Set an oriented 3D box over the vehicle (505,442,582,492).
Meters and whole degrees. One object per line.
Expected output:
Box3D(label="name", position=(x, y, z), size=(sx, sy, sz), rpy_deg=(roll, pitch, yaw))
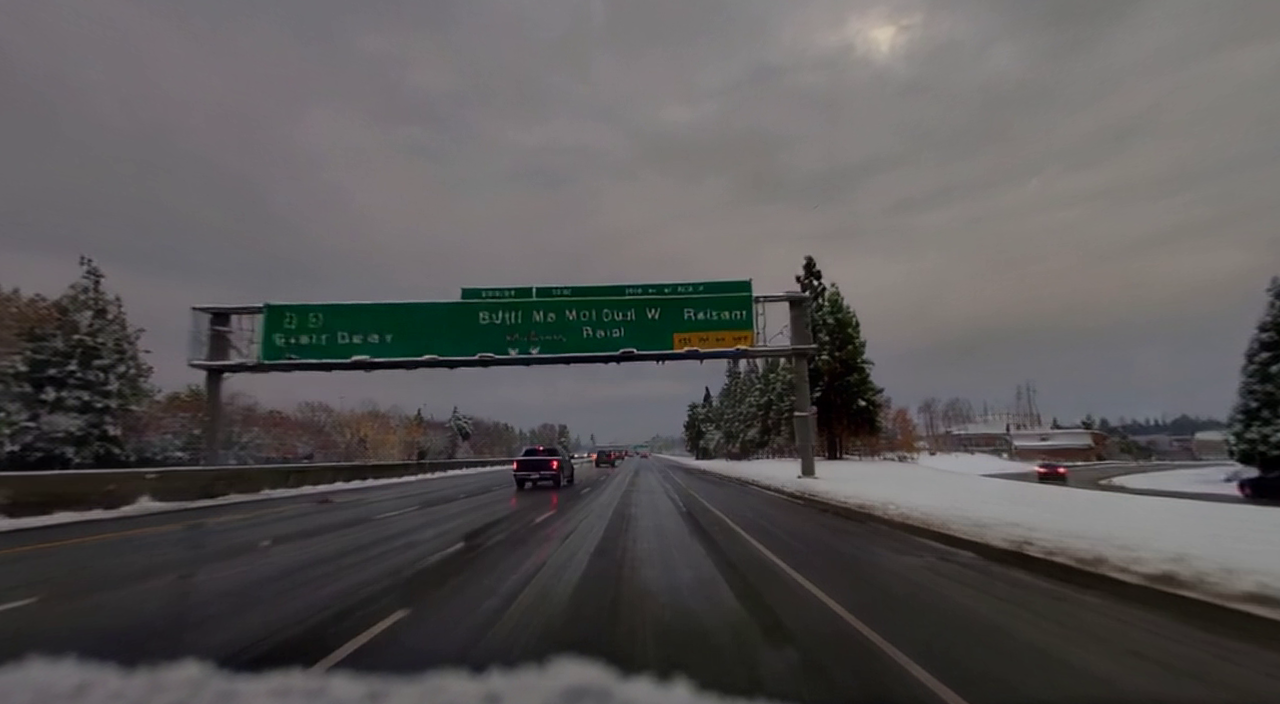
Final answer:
Box3D(label="vehicle", position=(-3.610, 4.412, 24.591), size=(2.162, 1.747, 4.791), rpy_deg=(0, -9, 1))
